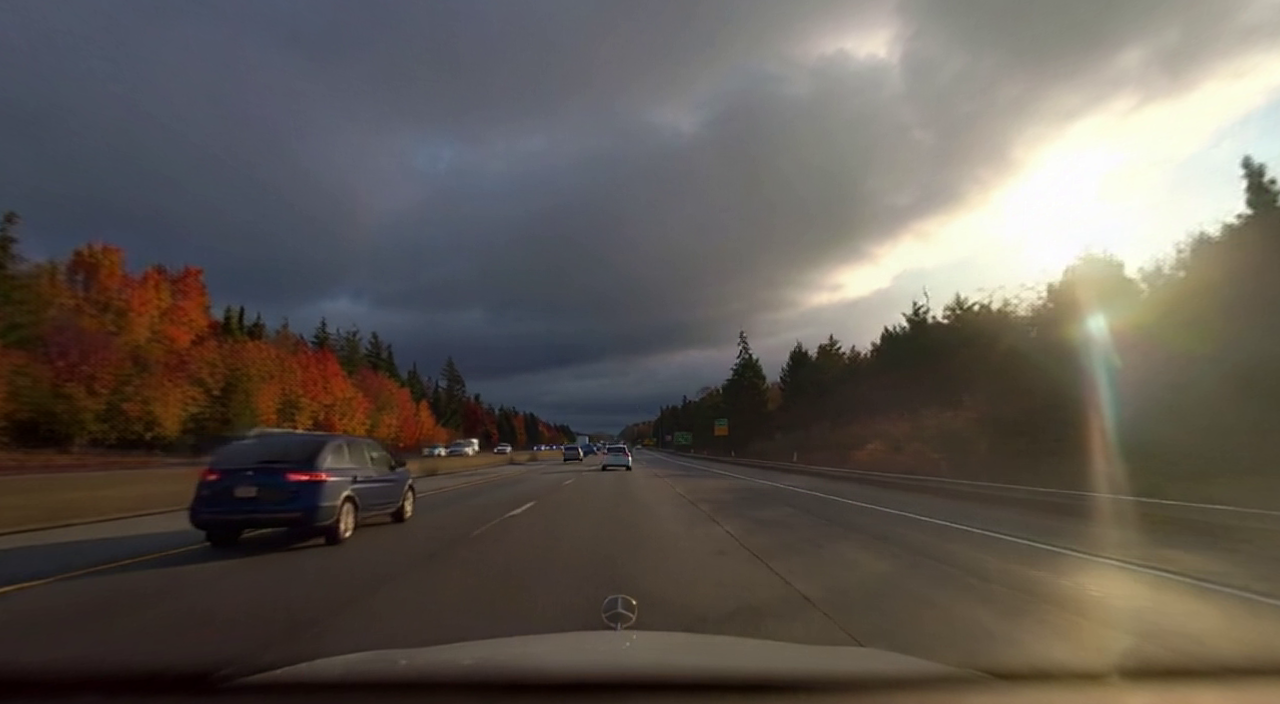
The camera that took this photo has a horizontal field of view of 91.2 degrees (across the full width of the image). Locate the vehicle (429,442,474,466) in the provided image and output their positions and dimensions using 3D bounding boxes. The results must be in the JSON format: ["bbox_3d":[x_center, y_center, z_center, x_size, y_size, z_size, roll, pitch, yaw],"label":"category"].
[{"bbox_3d":[-13.893,7.543,46.480,2.045,1.647,4.454,0,-9,-1],"label":"vehicle"}]

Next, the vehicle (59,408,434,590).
[{"bbox_3d":[-4.500,1.756,8.344,1.974,1.688,4.727,0,-9,-1],"label":"vehicle"}]

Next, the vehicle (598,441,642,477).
[{"bbox_3d":[-1.010,5.391,31.783,2.115,1.661,4.049,0,-9,-2],"label":"vehicle"}]
